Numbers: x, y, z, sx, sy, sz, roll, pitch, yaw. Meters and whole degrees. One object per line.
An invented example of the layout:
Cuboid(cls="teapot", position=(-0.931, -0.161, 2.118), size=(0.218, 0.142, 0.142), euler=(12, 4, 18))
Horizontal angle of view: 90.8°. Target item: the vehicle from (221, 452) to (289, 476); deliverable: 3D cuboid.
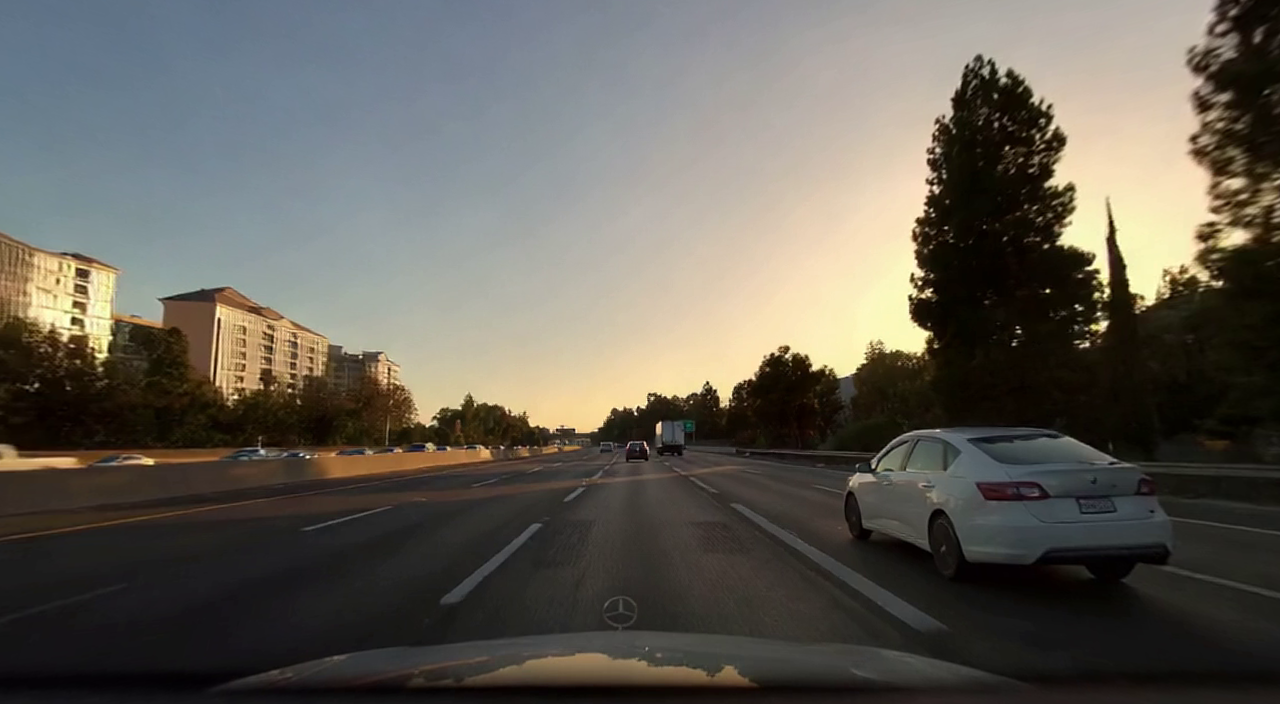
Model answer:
Cuboid(cls="vehicle", position=(-25.299, 7.330, 41.697), size=(1.818, 1.454, 4.326), euler=(0, -8, -1))

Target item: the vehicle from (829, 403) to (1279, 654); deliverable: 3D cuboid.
Cuboid(cls="vehicle", position=(3.589, 1.451, 6.299), size=(1.950, 1.596, 4.326), euler=(0, -8, -1))

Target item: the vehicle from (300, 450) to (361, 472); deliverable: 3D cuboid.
Cuboid(cls="vehicle", position=(-22.187, 7.825, 45.508), size=(1.986, 1.484, 4.683), euler=(0, -8, 0))

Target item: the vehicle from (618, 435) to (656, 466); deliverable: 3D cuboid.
Cuboid(cls="vehicle", position=(-0.228, 6.385, 41.046), size=(2.297, 1.912, 4.355), euler=(0, -8, -1))

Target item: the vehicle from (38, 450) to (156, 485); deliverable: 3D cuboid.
Cuboid(cls="vehicle", position=(-29.648, 6.291, 34.786), size=(1.918, 1.727, 5.141), euler=(0, -8, 0))
